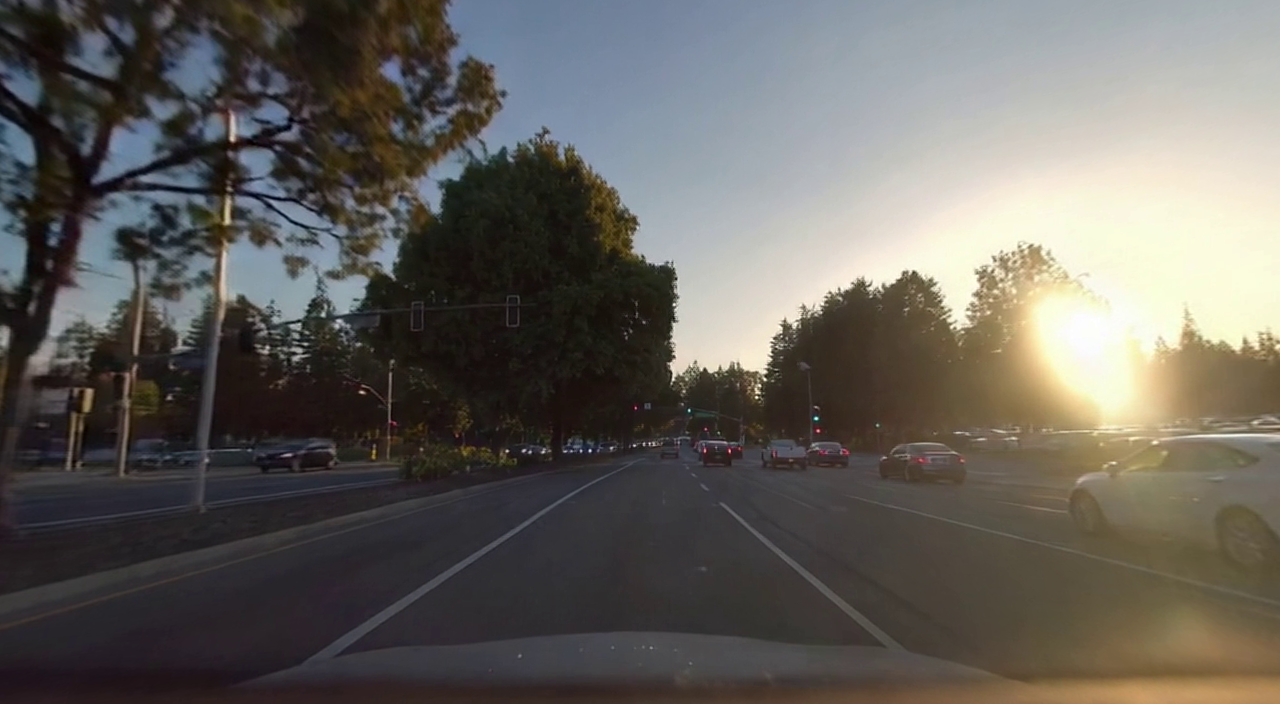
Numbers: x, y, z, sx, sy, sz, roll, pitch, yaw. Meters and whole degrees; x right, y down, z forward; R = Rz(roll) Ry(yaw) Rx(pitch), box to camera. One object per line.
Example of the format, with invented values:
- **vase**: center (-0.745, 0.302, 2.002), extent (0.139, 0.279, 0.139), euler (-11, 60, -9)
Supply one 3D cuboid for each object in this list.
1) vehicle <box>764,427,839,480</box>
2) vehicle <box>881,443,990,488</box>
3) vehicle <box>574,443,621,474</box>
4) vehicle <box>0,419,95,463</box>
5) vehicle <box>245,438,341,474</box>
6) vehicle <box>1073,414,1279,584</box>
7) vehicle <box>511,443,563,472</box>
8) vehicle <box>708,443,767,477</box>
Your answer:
- **vehicle**: center (7.409, 4.729, 29.587), extent (2.186, 2.202, 5.426), euler (0, -8, 1)
- **vehicle**: center (11.113, 4.267, 24.126), extent (1.963, 1.513, 4.600), euler (0, -8, 0)
- **vehicle**: center (-2.199, 5.628, 33.601), extent (1.958, 1.542, 4.175), euler (-1, -8, 4)
- **vehicle**: center (-46.875, 6.555, 46.236), extent (9.731, 3.110, 2.942), euler (3, -9, -24)
- **vehicle**: center (-17.835, 5.356, 32.733), extent (1.981, 1.721, 4.772), euler (-1, -8, 4)
- **vehicle**: center (7.267, 1.516, 6.856), extent (2.051, 1.620, 4.702), euler (-1, -8, 5)
- **vehicle**: center (-5.783, 5.934, 35.819), extent (2.004, 1.529, 4.319), euler (-1, -8, 3)
- **vehicle**: center (4.736, 5.318, 31.287), extent (2.292, 1.563, 4.734), euler (0, -8, 2)
